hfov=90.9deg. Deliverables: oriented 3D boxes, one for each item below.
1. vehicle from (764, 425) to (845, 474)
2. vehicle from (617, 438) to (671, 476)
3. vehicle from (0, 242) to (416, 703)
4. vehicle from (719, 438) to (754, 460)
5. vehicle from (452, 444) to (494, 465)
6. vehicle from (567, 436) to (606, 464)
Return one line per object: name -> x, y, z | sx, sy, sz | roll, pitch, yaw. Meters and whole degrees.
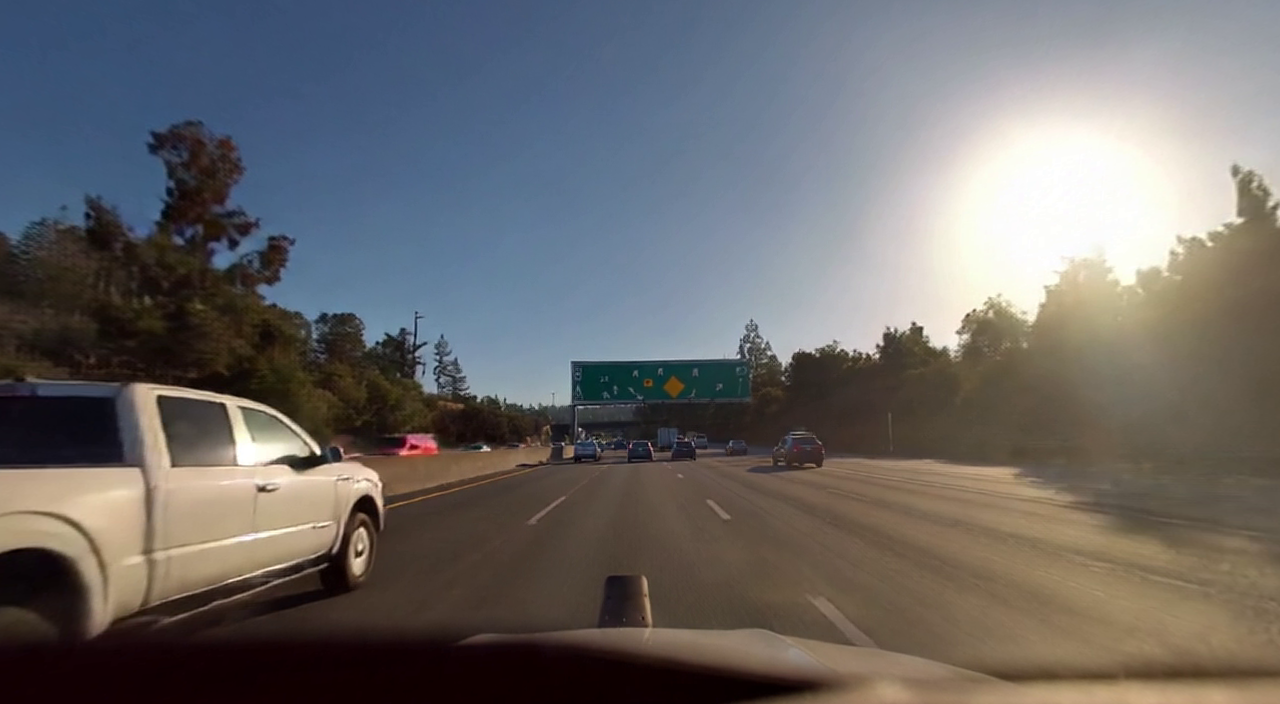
vehicle -> 6.982, 4.209, 27.384 | 2.094, 1.916, 5.099 | 0, -8, -1
vehicle -> 0.158, 4.369, 26.555 | 2.071, 1.464, 4.162 | 0, -8, 0
vehicle -> -3.398, 0.737, 2.893 | 2.487, 1.979, 5.742 | 0, -8, 2
vehicle -> 7.138, 7.227, 46.988 | 1.894, 1.511, 4.148 | 0, -8, -1
vehicle -> -13.004, 7.974, 49.291 | 2.005, 1.566, 4.439 | 0, -8, 1
vehicle -> -3.406, 6.355, 41.088 | 2.140, 1.720, 4.410 | 0, -8, 1
